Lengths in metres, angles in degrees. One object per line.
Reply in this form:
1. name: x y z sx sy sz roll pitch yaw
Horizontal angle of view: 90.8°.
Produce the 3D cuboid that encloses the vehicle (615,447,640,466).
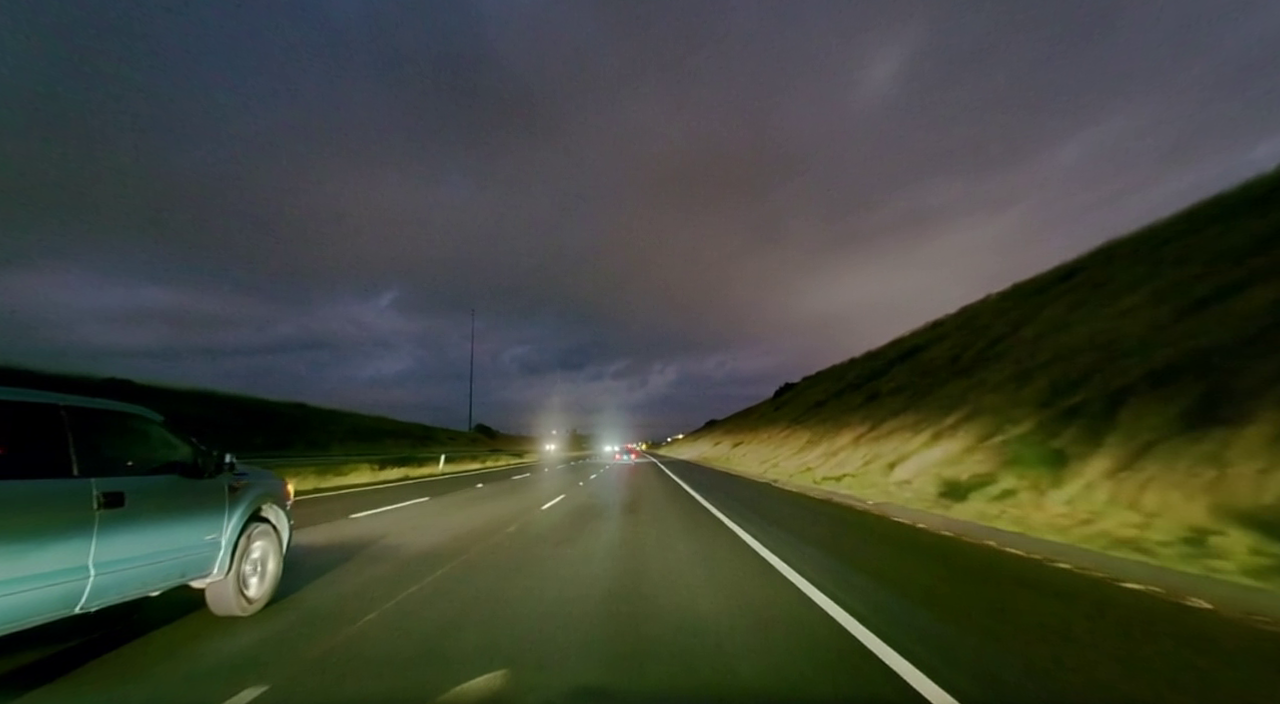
1. vehicle: -0.969 8.132 49.206 1.891 1.456 3.806 0 -9 0
